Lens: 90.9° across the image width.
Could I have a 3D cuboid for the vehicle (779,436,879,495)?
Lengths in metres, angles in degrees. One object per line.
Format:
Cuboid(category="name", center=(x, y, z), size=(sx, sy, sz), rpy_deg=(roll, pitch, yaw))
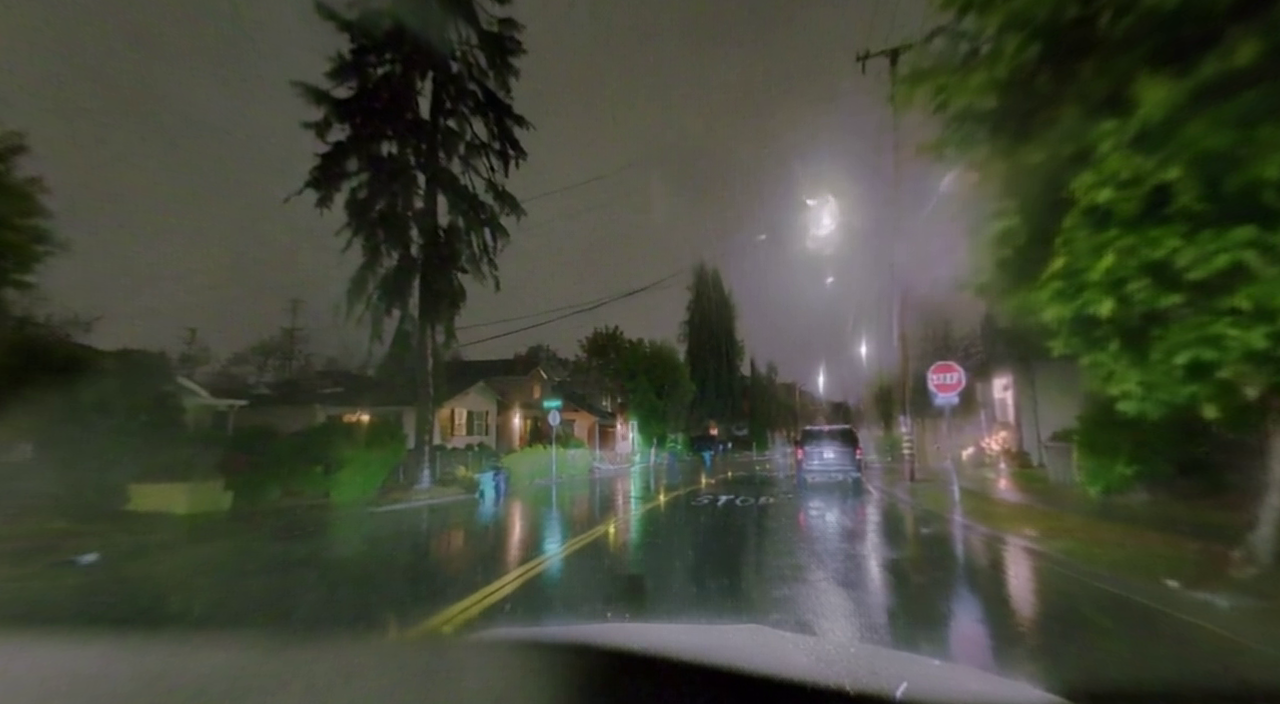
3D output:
Cuboid(category="vehicle", center=(6.160, 3.602, 20.427), size=(2.692, 1.649, 4.689), rpy_deg=(-3, -9, 18))
